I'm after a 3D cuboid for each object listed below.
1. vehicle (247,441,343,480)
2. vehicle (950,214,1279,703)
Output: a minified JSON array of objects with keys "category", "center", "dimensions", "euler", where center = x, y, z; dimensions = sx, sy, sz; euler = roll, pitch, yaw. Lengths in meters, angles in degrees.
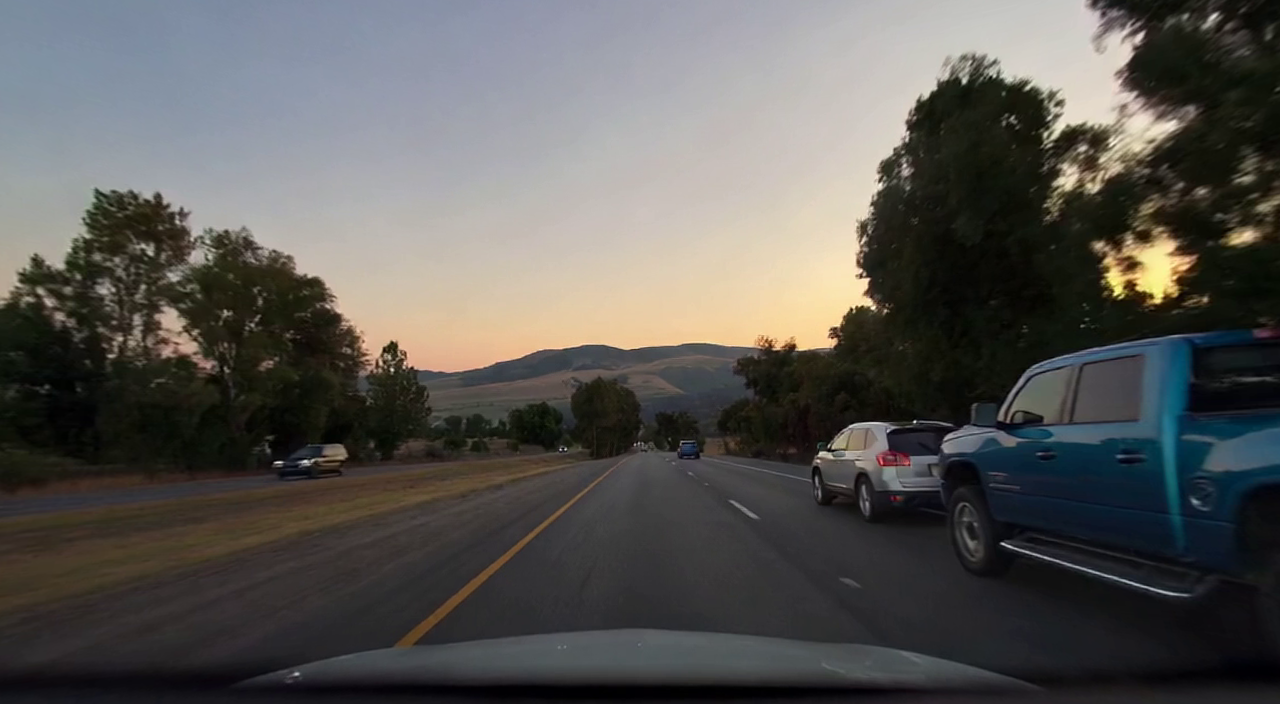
[{"category":"vehicle","center":[-17.651,5.547,32.577],"dimensions":[2.137,1.858,5.012],"euler":[0,-8,-1]},{"category":"vehicle","center":[4.067,0.714,4.086],"dimensions":[2.150,2.344,3.759],"euler":[0,-8,1]}]
